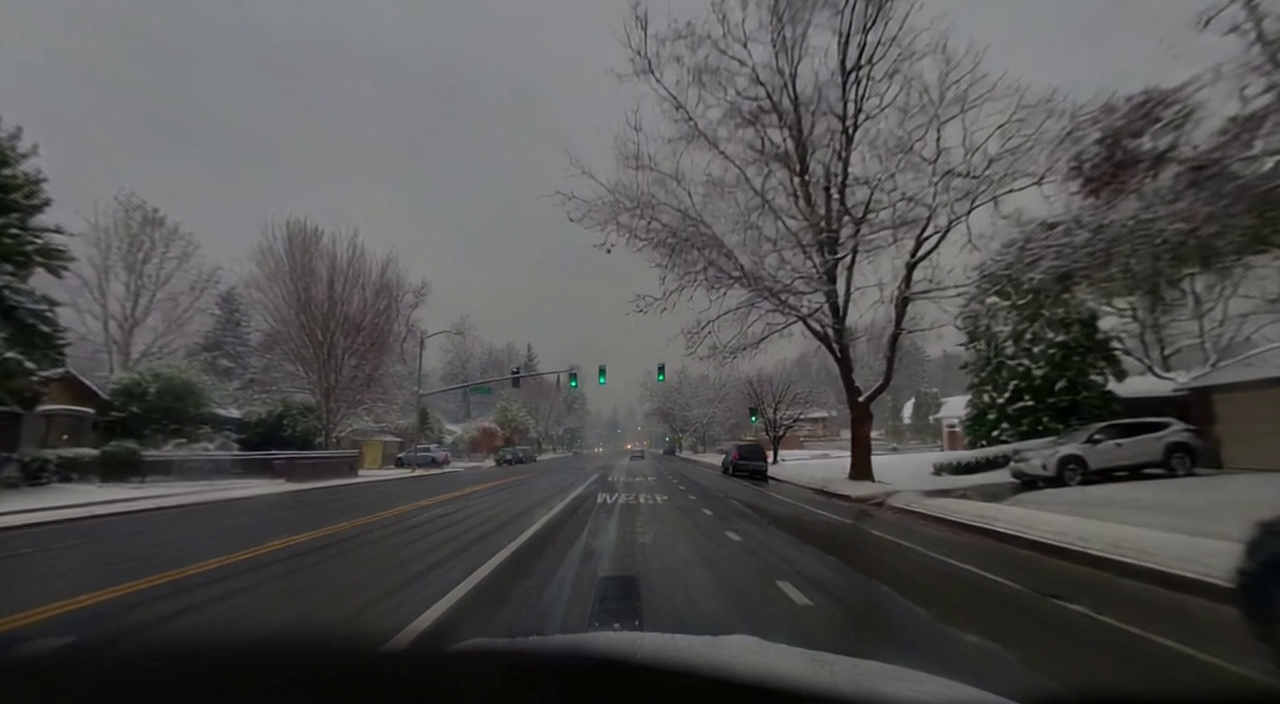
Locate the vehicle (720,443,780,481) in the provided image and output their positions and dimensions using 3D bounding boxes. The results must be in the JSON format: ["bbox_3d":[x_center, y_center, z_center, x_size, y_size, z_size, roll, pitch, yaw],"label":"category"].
[{"bbox_3d":[5.119,5.148,29.822,1.979,1.637,4.321,0,-9,-1],"label":"vehicle"}]

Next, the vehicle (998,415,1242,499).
[{"bbox_3d":[12.246,2.700,16.340,4.510,1.732,2.048,-4,-9,0],"label":"vehicle"}]
